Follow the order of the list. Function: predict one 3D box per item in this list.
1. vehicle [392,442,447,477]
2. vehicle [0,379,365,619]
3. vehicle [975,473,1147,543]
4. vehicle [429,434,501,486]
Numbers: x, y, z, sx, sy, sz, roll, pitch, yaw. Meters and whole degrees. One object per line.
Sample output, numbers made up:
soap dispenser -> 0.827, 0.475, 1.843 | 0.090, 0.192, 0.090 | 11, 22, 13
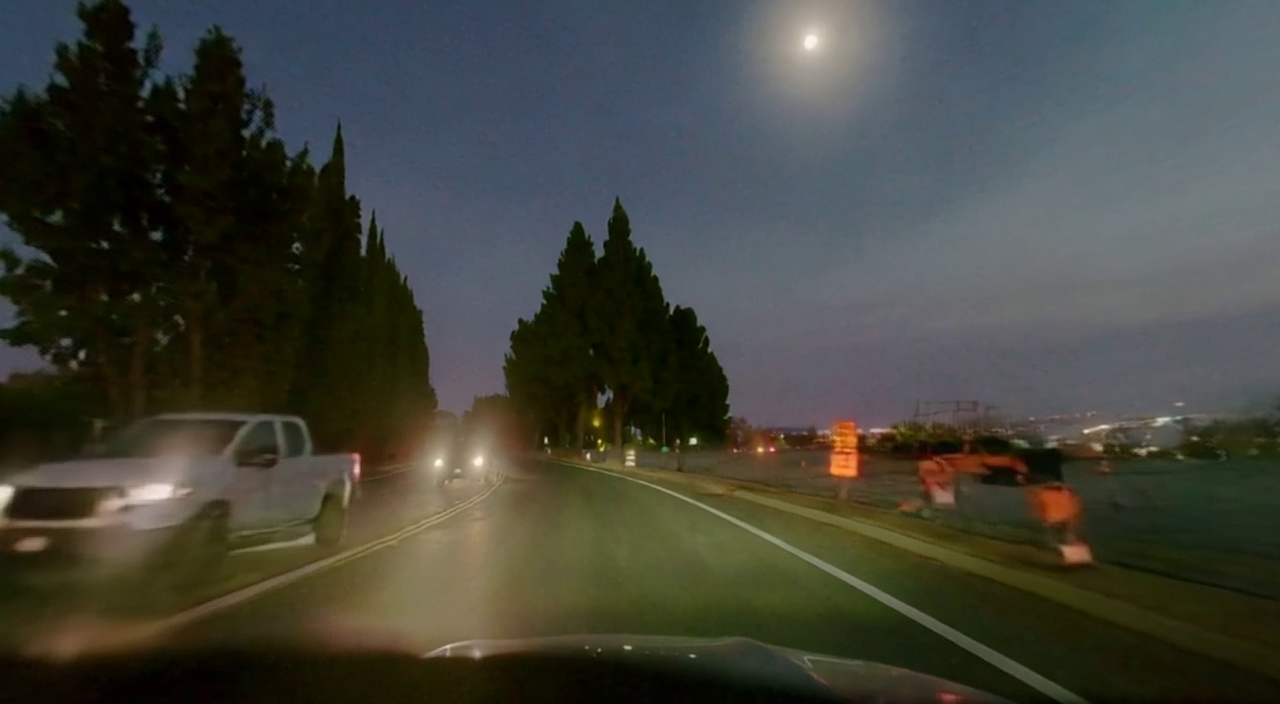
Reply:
vehicle -> -12.585, 6.129, 36.388 | 2.206, 1.837, 4.550 | 1, -8, -9
vehicle -> -5.638, 1.673, 8.111 | 2.260, 2.162, 4.555 | 0, -8, -2
vehicle -> 13.433, 4.920, 20.244 | 4.549, 1.745, 1.960 | 1, -5, -14
vehicle -> -7.125, 4.425, 26.225 | 2.193, 1.885, 4.474 | 0, -8, -7
